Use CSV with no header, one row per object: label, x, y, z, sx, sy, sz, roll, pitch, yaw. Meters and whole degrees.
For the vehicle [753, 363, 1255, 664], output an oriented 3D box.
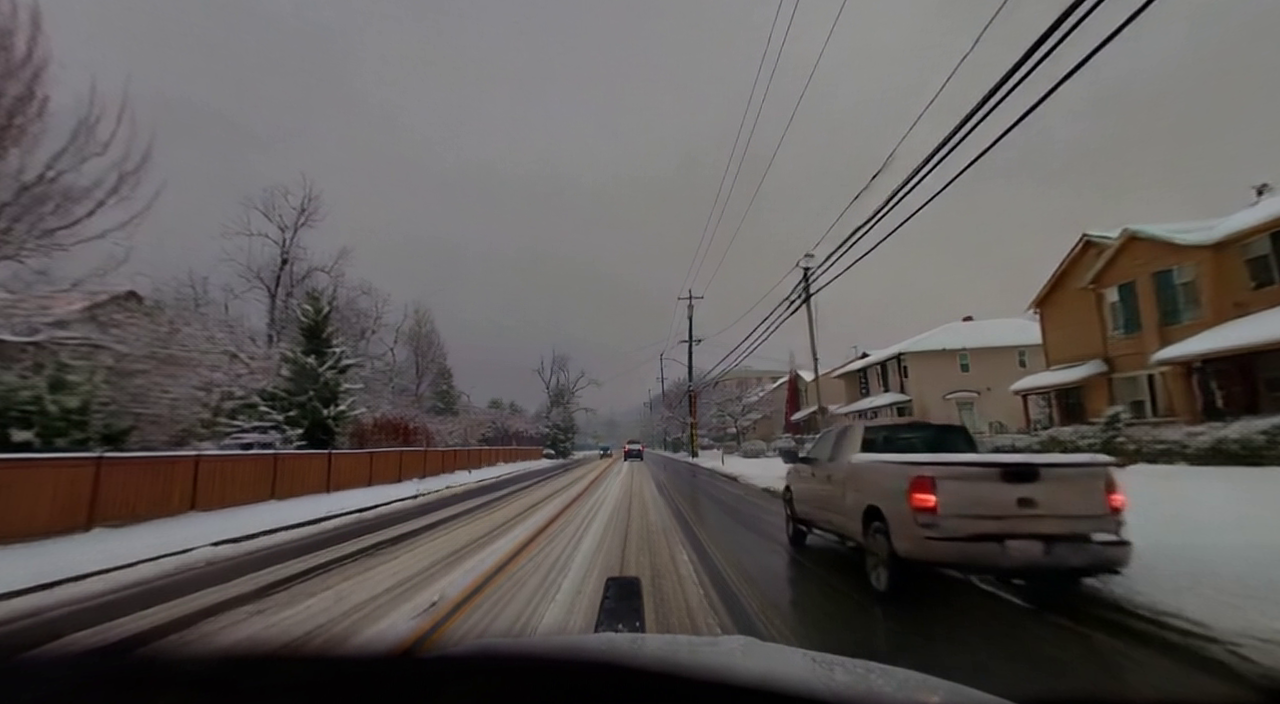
vehicle,3.047,1.538,7.322,2.278,1.933,5.860,3,-9,0
